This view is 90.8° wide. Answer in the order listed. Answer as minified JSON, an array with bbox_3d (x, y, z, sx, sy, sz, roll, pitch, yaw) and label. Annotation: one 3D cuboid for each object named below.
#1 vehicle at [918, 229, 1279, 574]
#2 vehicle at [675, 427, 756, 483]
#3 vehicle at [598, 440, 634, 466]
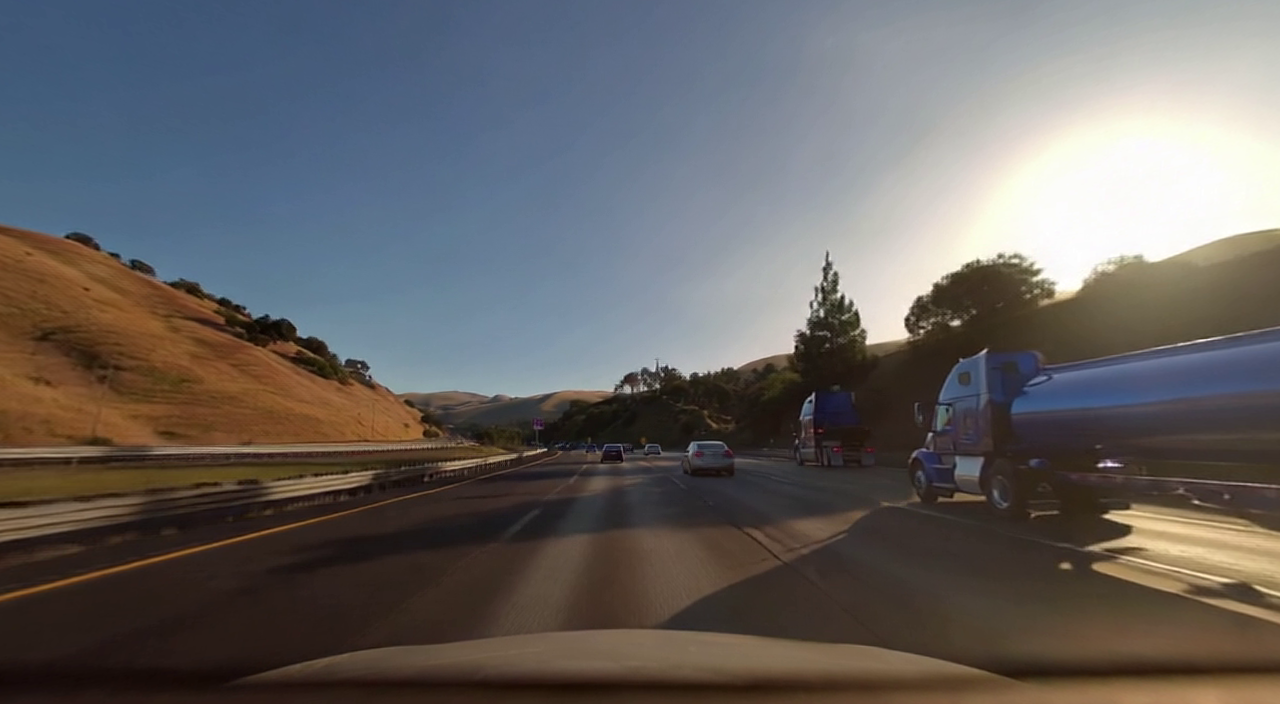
[{"bbox_3d":[7.402,0.821,8.365,2.805,3.212,9.978,0,-8,-1],"label":"vehicle"},{"bbox_3d":[2.576,3.668,22.730,2.098,1.794,4.561,0,-8,-3],"label":"vehicle"},{"bbox_3d":[-1.486,6.051,37.908,2.083,1.477,3.965,0,-8,-4],"label":"vehicle"}]
